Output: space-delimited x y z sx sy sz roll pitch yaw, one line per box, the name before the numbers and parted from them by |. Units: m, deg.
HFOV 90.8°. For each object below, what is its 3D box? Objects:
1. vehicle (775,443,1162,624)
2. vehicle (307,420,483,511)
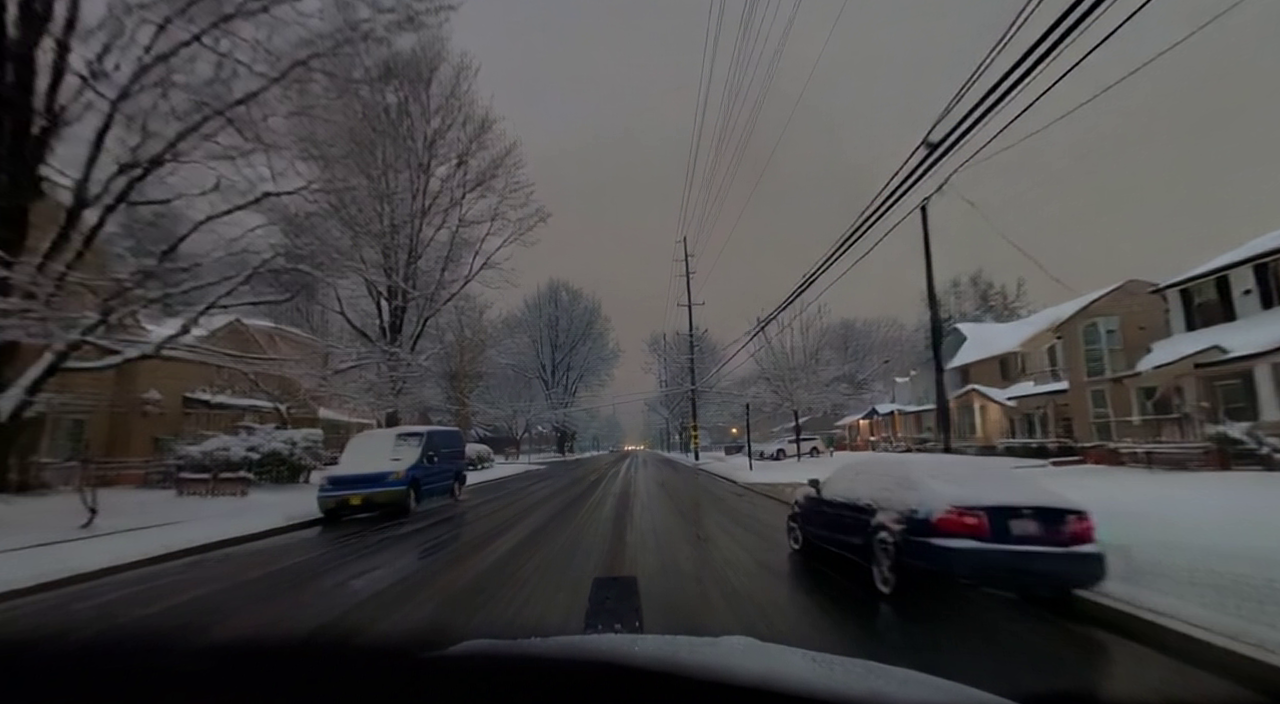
vehicle | 3.190 1.829 7.474 1.944 1.439 4.500 1 -9 -4
vehicle | -5.892 2.830 16.115 2.263 1.915 5.071 -1 -9 2
